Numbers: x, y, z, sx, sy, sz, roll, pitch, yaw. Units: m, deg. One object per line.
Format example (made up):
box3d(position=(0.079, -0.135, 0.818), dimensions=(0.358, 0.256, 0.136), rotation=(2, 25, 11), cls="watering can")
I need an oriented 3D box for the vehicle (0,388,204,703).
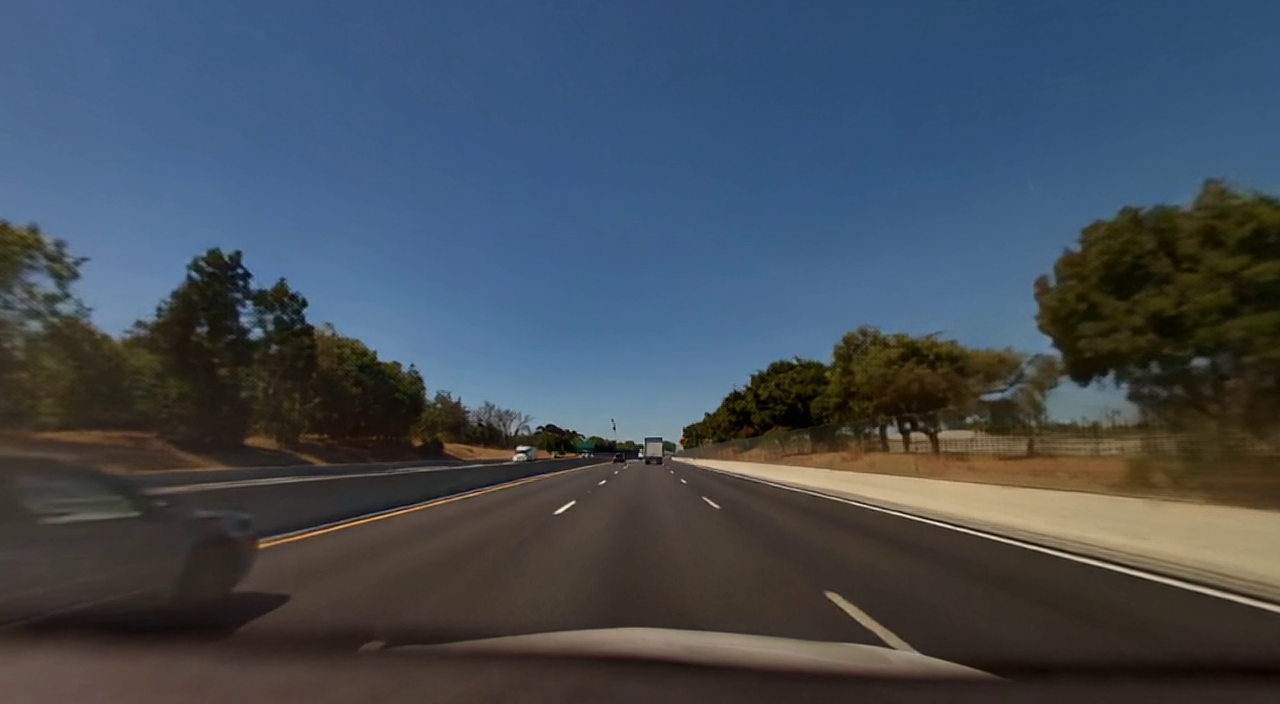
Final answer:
box3d(position=(-4.158, 0.881, 2.434), dimensions=(2.035, 1.595, 4.022), rotation=(0, -9, 0), cls="vehicle")
